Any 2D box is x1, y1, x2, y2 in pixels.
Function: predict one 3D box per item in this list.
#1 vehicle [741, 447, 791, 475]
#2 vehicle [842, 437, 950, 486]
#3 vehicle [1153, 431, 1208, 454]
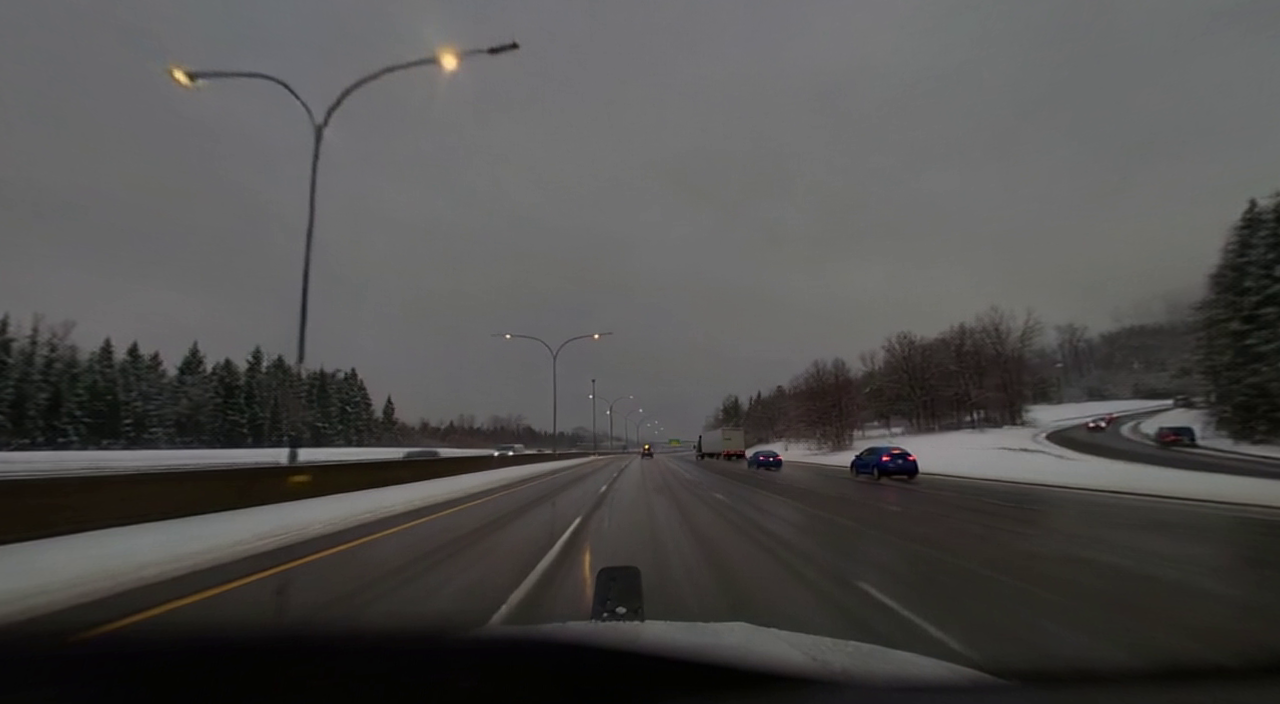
[{"bbox_3d":[7.446,6.451,37.672,2.053,1.553,4.463,0,-9,0],"label":"vehicle"},{"bbox_3d":[11.110,4.798,27.943,2.387,1.936,5.646,0,-9,0],"label":"vehicle"},{"bbox_3d":[41.866,7.042,48.857,2.154,1.660,4.444,-5,-10,27],"label":"vehicle"}]
